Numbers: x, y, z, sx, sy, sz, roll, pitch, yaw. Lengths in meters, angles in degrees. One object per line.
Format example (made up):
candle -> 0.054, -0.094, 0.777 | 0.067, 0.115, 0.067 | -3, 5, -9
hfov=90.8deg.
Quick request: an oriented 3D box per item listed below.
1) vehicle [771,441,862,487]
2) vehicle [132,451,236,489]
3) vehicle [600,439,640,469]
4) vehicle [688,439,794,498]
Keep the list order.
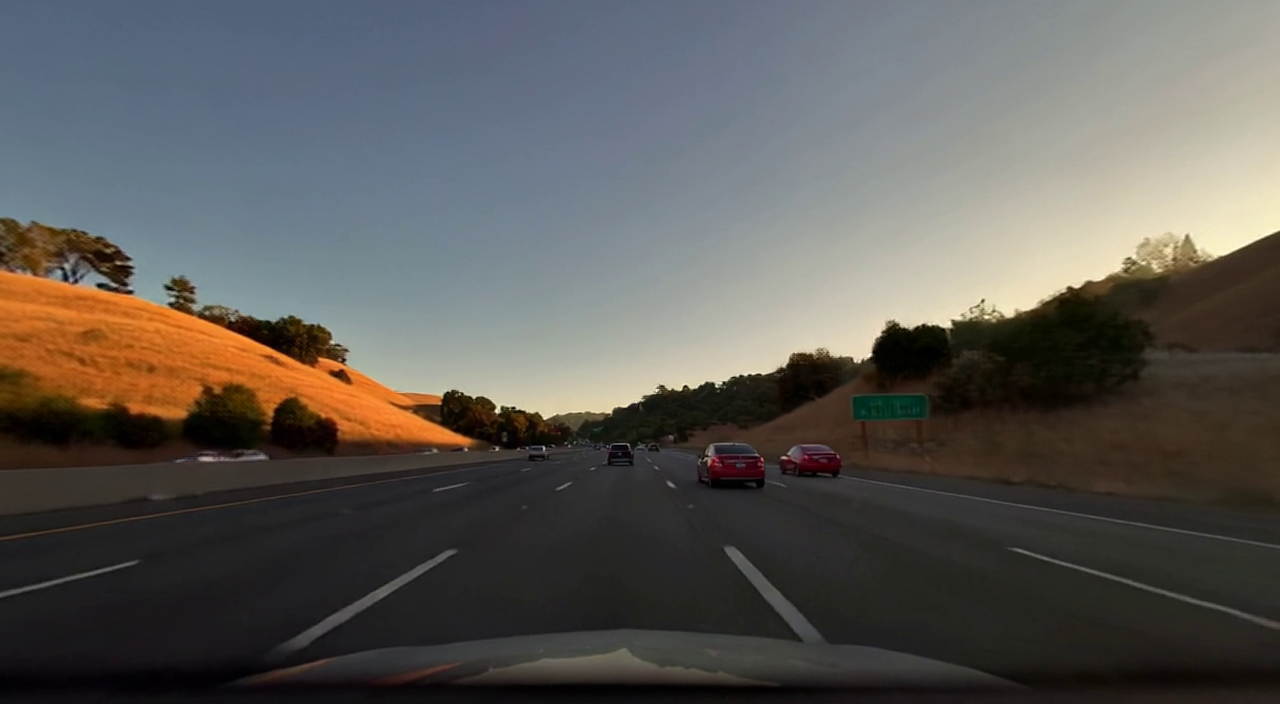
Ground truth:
vehicle -> 6.089, 3.886, 22.357 | 1.845, 1.452, 4.352 | 0, -8, -2
vehicle -> -26.380, 6.801, 36.806 | 2.390, 1.856, 4.803 | 1, -8, 0
vehicle -> -1.129, 6.021, 37.386 | 2.277, 1.675, 4.023 | 0, -8, 0
vehicle -> 2.769, 3.328, 18.572 | 2.120, 1.492, 4.734 | 0, -8, -2
